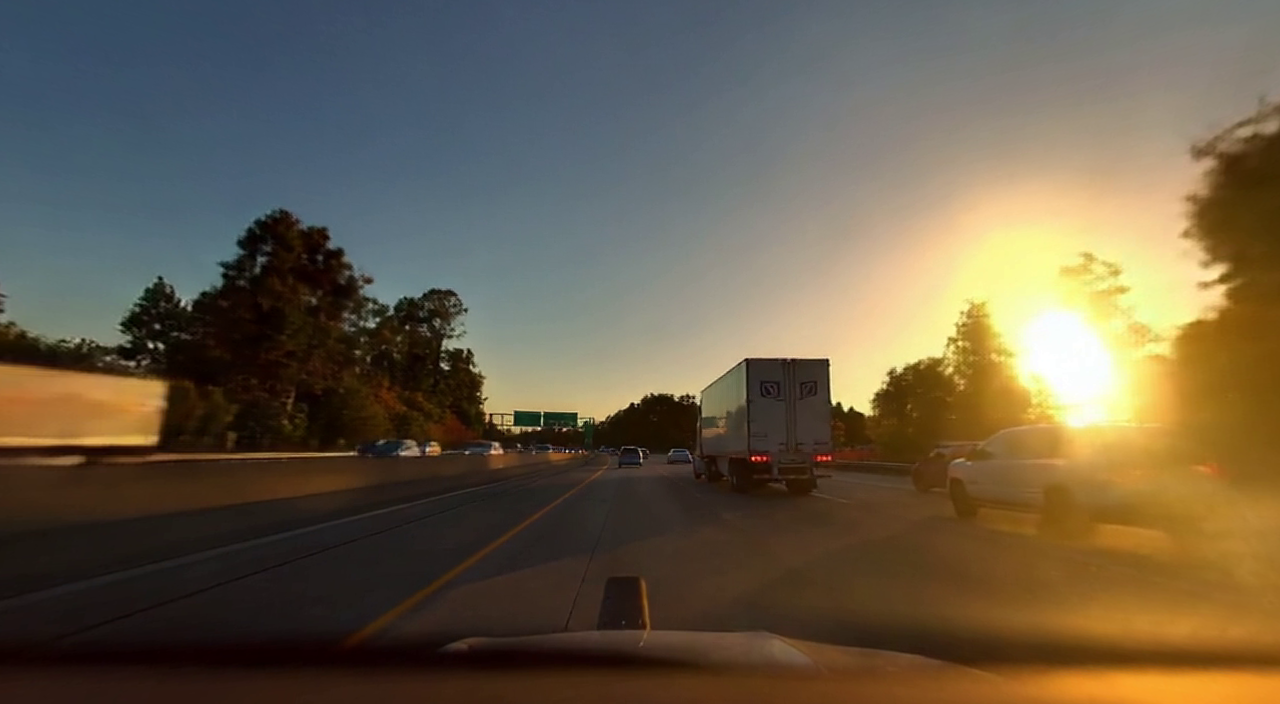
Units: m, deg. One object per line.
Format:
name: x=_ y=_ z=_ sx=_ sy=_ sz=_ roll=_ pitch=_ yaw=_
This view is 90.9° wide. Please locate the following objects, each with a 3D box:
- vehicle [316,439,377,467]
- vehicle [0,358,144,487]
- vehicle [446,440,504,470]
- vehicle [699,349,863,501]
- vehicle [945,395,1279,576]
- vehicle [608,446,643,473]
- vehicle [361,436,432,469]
vehicle: x=-16.507 y=5.702 z=35.566 sx=1.731 sy=1.512 sz=3.543 roll=0 pitch=-9 yaw=0
vehicle: x=-15.690 y=1.644 z=14.450 sx=2.609 sy=2.862 sz=7.328 roll=0 pitch=-9 yaw=0
vehicle: x=-8.720 y=5.496 z=33.709 sx=1.952 sy=1.500 sz=4.487 roll=0 pitch=-9 yaw=0
vehicle: x=4.341 y=2.983 z=23.596 sx=2.890 sy=4.006 sz=14.039 roll=0 pitch=-9 yaw=0
vehicle: x=6.797 y=1.780 z=9.155 sx=2.128 sy=1.872 sz=5.043 roll=0 pitch=-9 yaw=0
vehicle: x=-0.929 y=6.958 z=40.880 sx=2.111 sy=1.599 sz=3.859 roll=0 pitch=-9 yaw=-1
vehicle: x=-12.614 y=5.264 z=32.992 sx=2.034 sy=1.600 sz=4.304 roll=0 pitch=-9 yaw=0
